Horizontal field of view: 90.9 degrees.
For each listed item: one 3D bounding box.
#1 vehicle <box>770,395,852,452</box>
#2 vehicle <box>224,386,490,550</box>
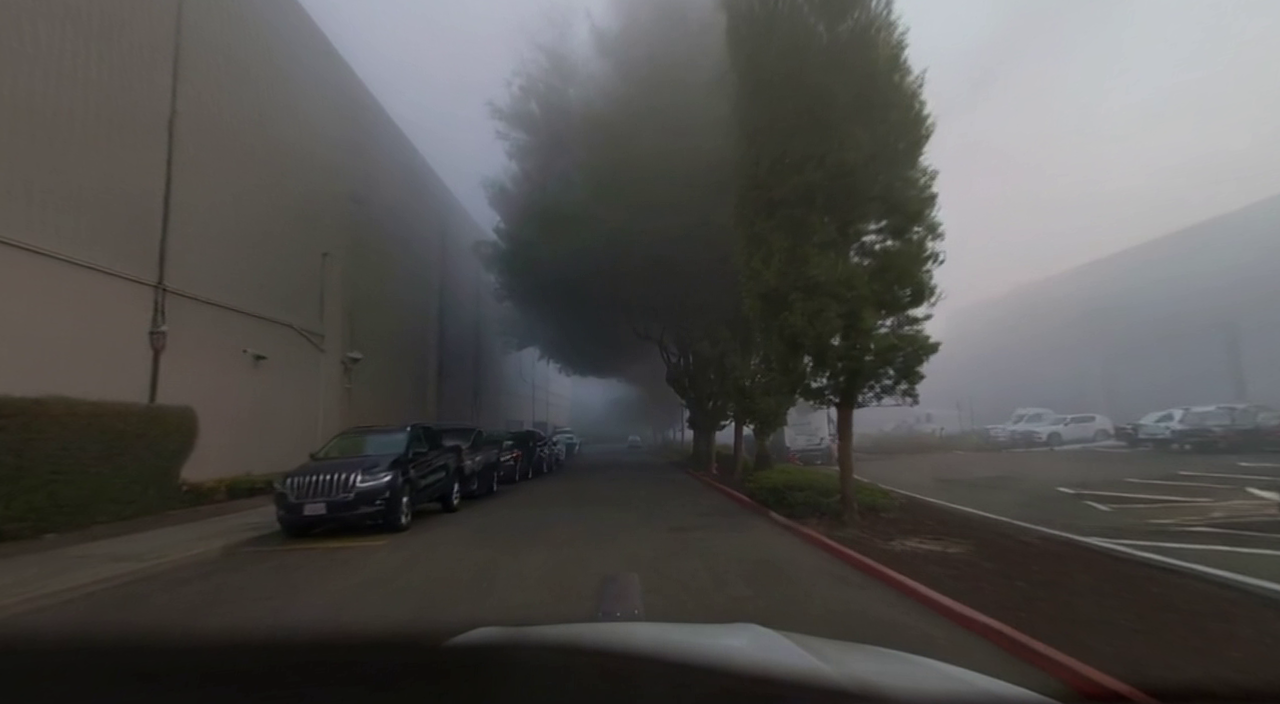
[{"bbox_3d":[10.259,4.462,38.678,2.622,3.108,7.053,0,-8,-3],"label":"vehicle"},{"bbox_3d":[-4.069,1.840,10.298,2.161,1.843,5.181,-3,-10,-3],"label":"vehicle"}]
